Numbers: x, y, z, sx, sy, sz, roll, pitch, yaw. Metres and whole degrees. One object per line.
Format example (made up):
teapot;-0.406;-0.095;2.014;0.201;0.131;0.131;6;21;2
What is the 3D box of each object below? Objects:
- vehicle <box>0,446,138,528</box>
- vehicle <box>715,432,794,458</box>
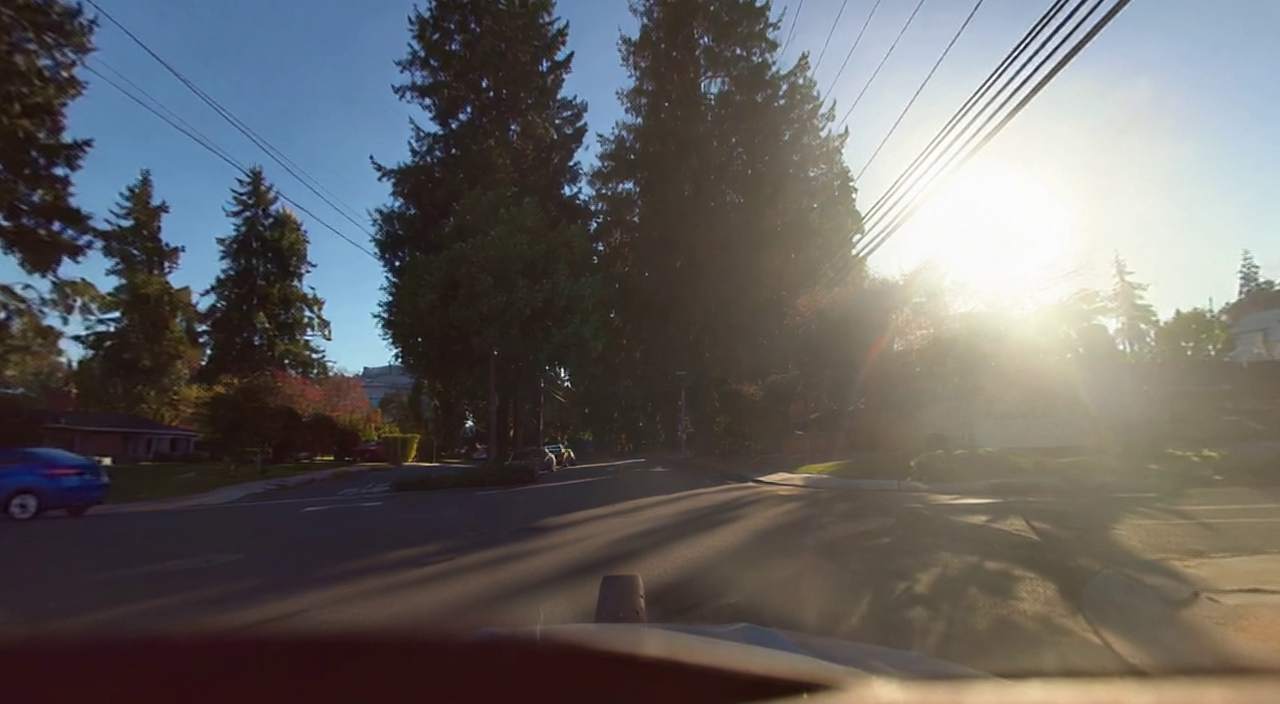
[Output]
vehicle;-13.836;2.824;13.446;4.396;1.596;1.988;2;-8;-14
vehicle;7.491;6.107;41.674;4.784;1.647;1.947;0;-8;-5
